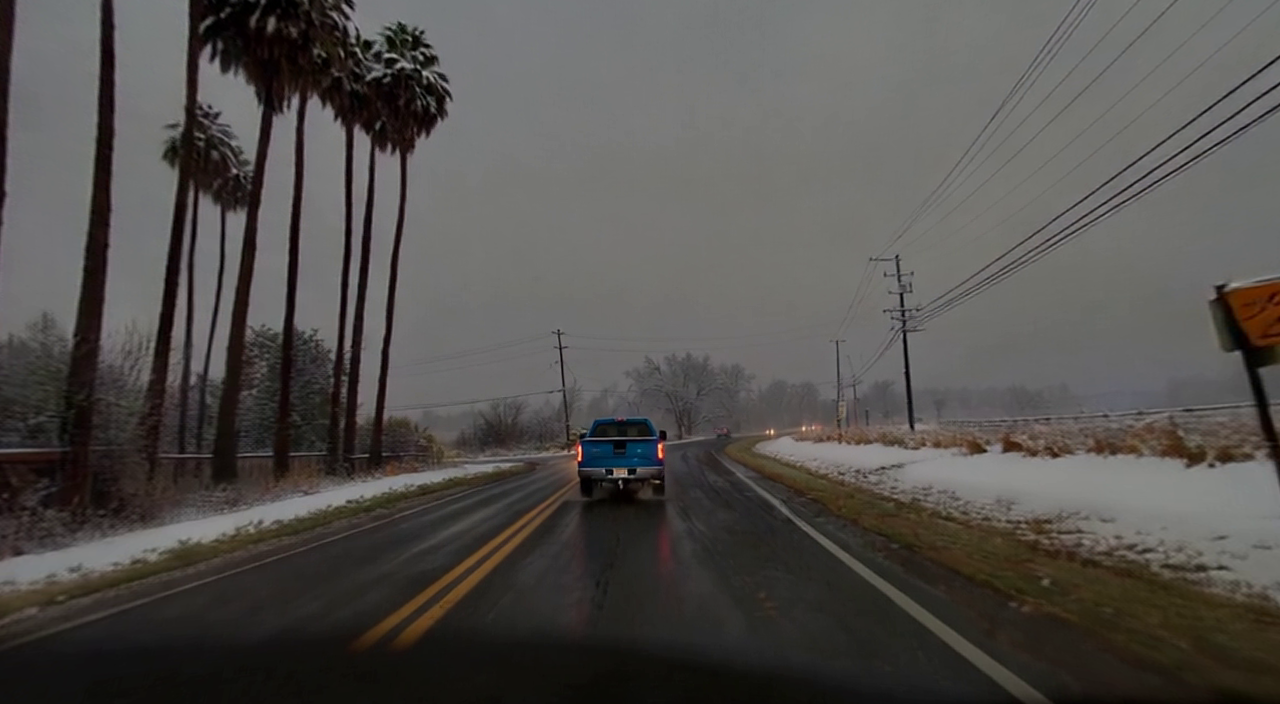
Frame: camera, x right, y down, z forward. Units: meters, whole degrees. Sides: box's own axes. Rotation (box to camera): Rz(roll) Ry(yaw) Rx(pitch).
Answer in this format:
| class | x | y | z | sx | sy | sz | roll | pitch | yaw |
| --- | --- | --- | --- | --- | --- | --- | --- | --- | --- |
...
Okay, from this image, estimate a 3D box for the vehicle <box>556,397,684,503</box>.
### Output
| class | x | y | z | sx | sy | sz | roll | pitch | yaw |
| --- | --- | --- | --- | --- | --- | --- | --- | --- | --- |
| vehicle | -0.470 | 2.495 | 16.386 | 2.693 | 2.223 | 5.885 | 0 | -8 | -1 |
